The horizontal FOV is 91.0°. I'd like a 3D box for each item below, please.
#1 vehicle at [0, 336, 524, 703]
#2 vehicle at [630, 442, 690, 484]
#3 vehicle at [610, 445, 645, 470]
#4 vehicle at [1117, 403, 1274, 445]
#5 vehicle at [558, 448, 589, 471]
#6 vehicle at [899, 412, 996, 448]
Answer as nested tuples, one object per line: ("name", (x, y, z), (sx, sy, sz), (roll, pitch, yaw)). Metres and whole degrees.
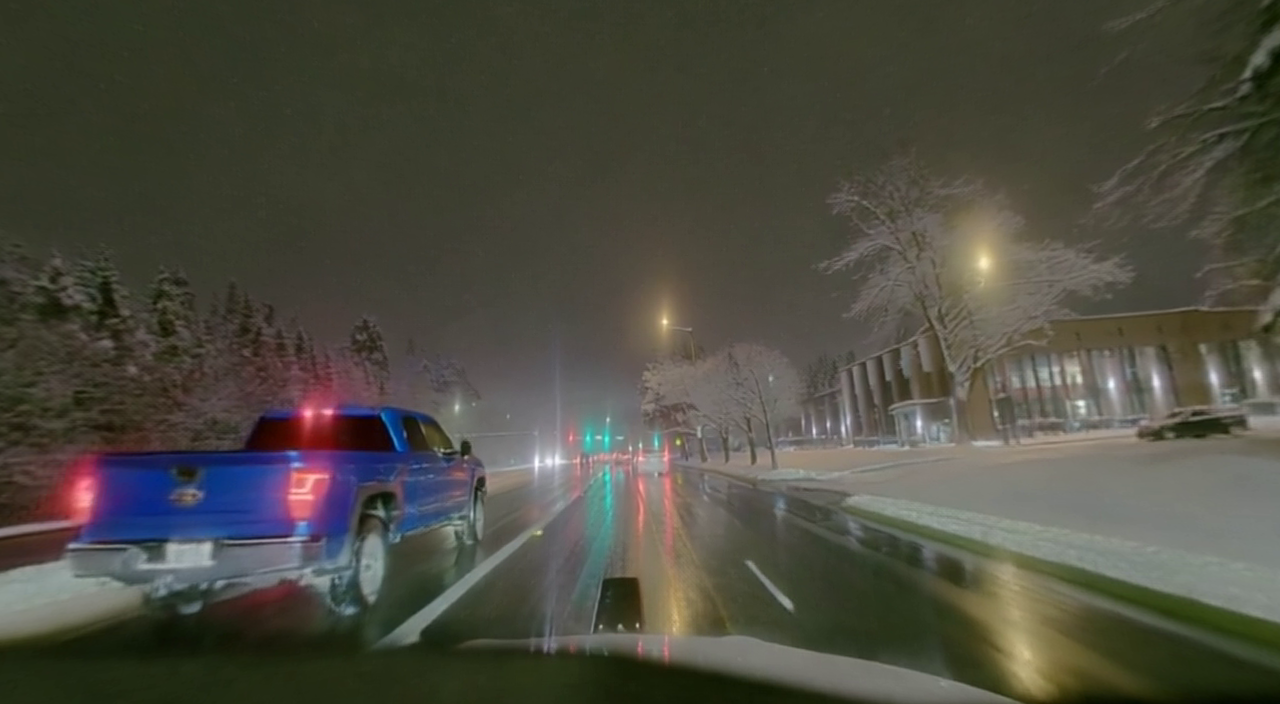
("vehicle", (-3.049, 1.370, 6.380), (2.512, 1.992, 5.725), (-1, -9, 2))
("vehicle", (0.706, 4.470, 25.557), (2.142, 1.528, 4.133), (0, -9, -2))
("vehicle", (-0.895, 6.894, 41.202), (2.047, 1.502, 3.873), (0, -9, -5))
("vehicle", (23.183, 3.094, 26.569), (4.588, 1.525, 1.979), (-6, -11, 32))
("vehicle", (-4.547, 7.354, 43.272), (2.018, 1.458, 4.350), (0, -9, -5))
("vehicle", (22.387, 5.747, 46.043), (6.027, 2.377, 2.245), (-5, -10, 26))
